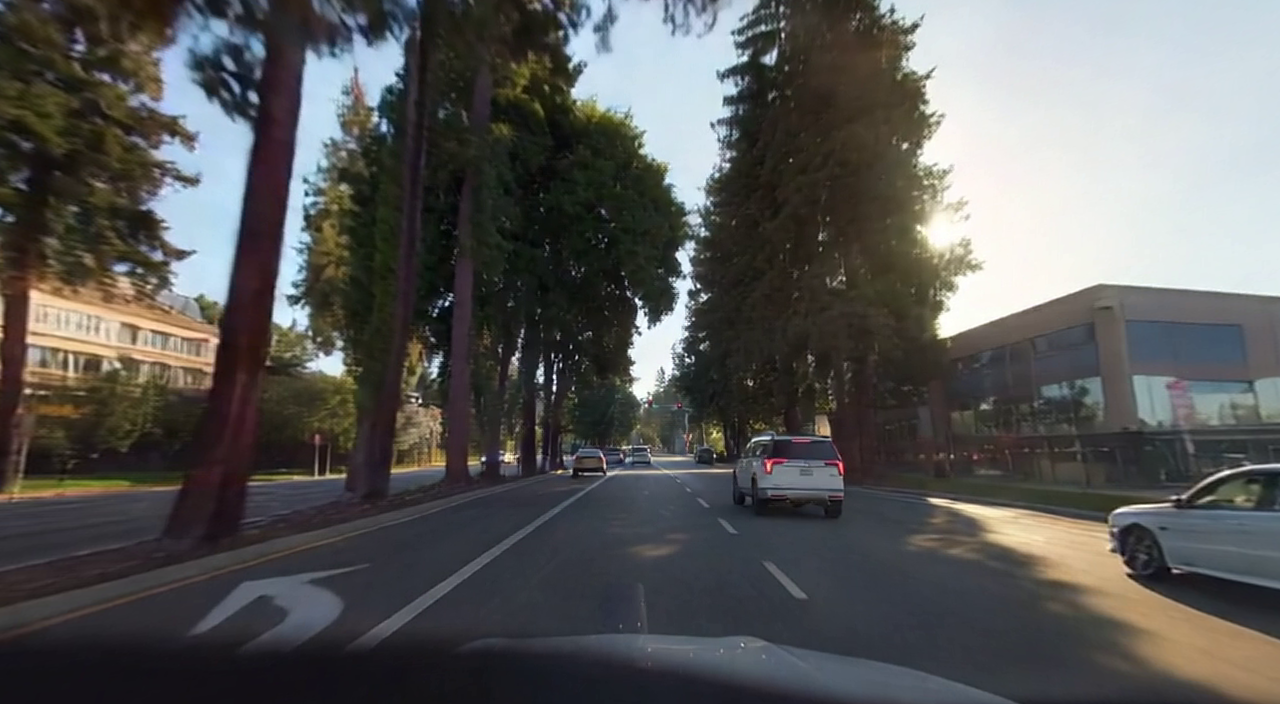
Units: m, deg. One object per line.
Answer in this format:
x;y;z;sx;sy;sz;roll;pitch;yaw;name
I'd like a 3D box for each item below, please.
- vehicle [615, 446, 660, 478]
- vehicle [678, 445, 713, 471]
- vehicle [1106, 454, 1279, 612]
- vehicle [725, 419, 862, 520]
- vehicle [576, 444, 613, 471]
-0.109;5.409;31.290;2.119;1.460;3.847;0;-9;0;vehicle
3.791;7.294;43.798;1.922;1.708;4.126;0;-9;-1;vehicle
6.973;1.743;5.871;2.003;1.428;4.330;3;-9;0;vehicle
3.272;2.613;14.492;2.035;1.940;4.299;0;-9;0;vehicle
-2.897;6.824;41.000;1.962;1.632;3.979;0;-9;1;vehicle
